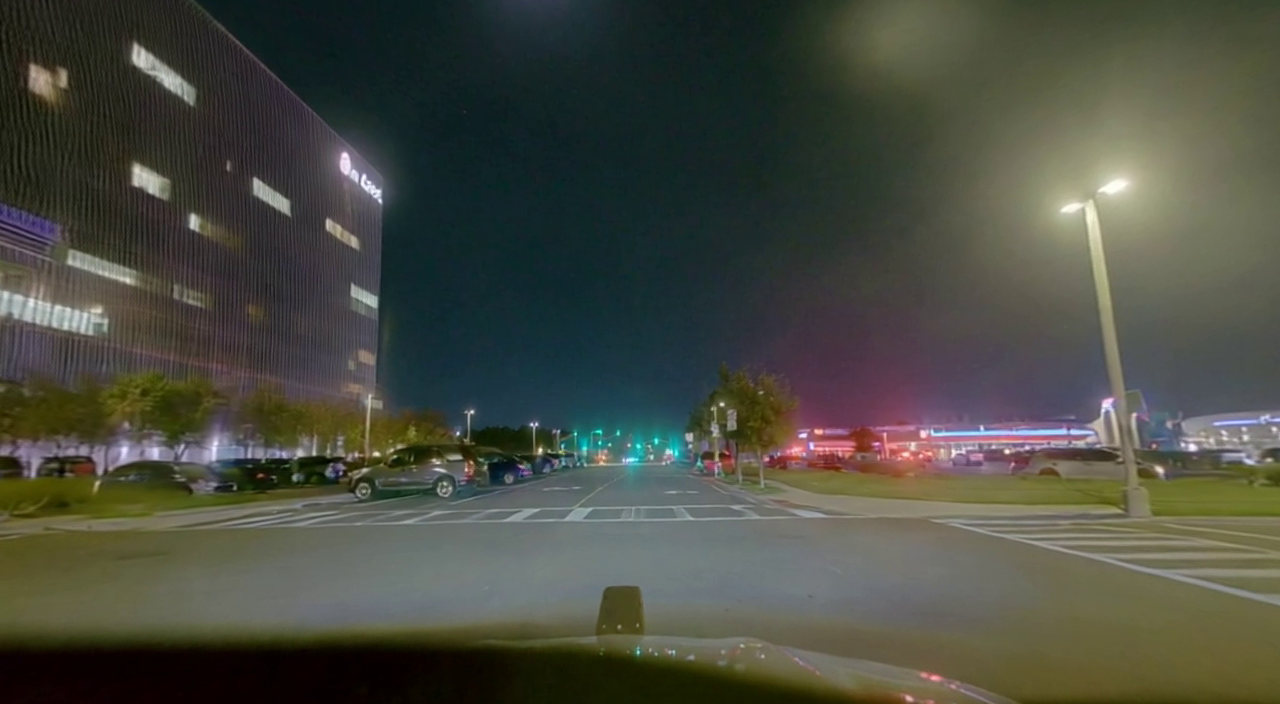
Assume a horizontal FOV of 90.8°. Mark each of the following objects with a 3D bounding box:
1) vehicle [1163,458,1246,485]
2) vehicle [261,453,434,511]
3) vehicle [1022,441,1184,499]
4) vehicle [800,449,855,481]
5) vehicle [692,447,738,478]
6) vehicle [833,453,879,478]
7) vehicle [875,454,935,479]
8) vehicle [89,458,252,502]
[{"bbox_3d":[31.251,6.584,35.057,1.519,1.371,3.278,0,-8,0],"label":"vehicle"},{"bbox_3d":[-8.674,3.827,18.958,4.442,1.504,1.809,4,-10,-27],"label":"vehicle"},{"bbox_3d":[16.476,4.188,22.928,2.048,1.852,4.998,0,-9,0],"label":"vehicle"},{"bbox_3d":[10.518,6.348,35.769,1.936,1.673,4.305,0,-8,2],"label":"vehicle"},{"bbox_3d":[4.545,6.822,39.311,2.262,1.794,5.331,0,-8,1],"label":"vehicle"},{"bbox_3d":[14.197,7.445,41.651,1.935,1.477,3.719,-1,-9,4],"label":"vehicle"},{"bbox_3d":[17.089,7.386,40.973,1.971,1.478,4.477,0,-8,1],"label":"vehicle"},{"bbox_3d":[-16.552,4.502,22.409,4.331,1.437,1.876,0,-9,3],"label":"vehicle"}]
